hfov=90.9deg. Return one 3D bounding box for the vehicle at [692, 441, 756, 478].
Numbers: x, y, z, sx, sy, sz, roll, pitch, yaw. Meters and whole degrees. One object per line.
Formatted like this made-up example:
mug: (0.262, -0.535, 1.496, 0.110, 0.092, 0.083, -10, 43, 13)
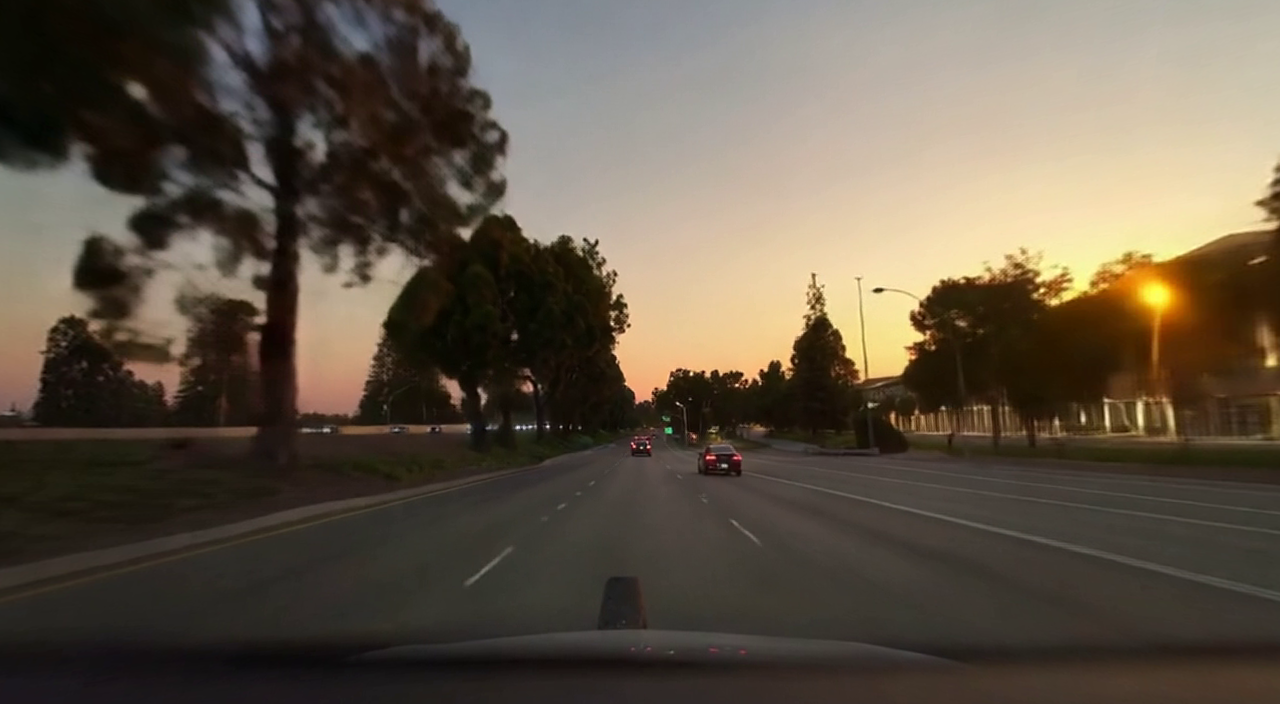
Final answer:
vehicle: (3.541, 4.633, 27.437, 2.069, 1.431, 4.313, 0, -8, -2)
